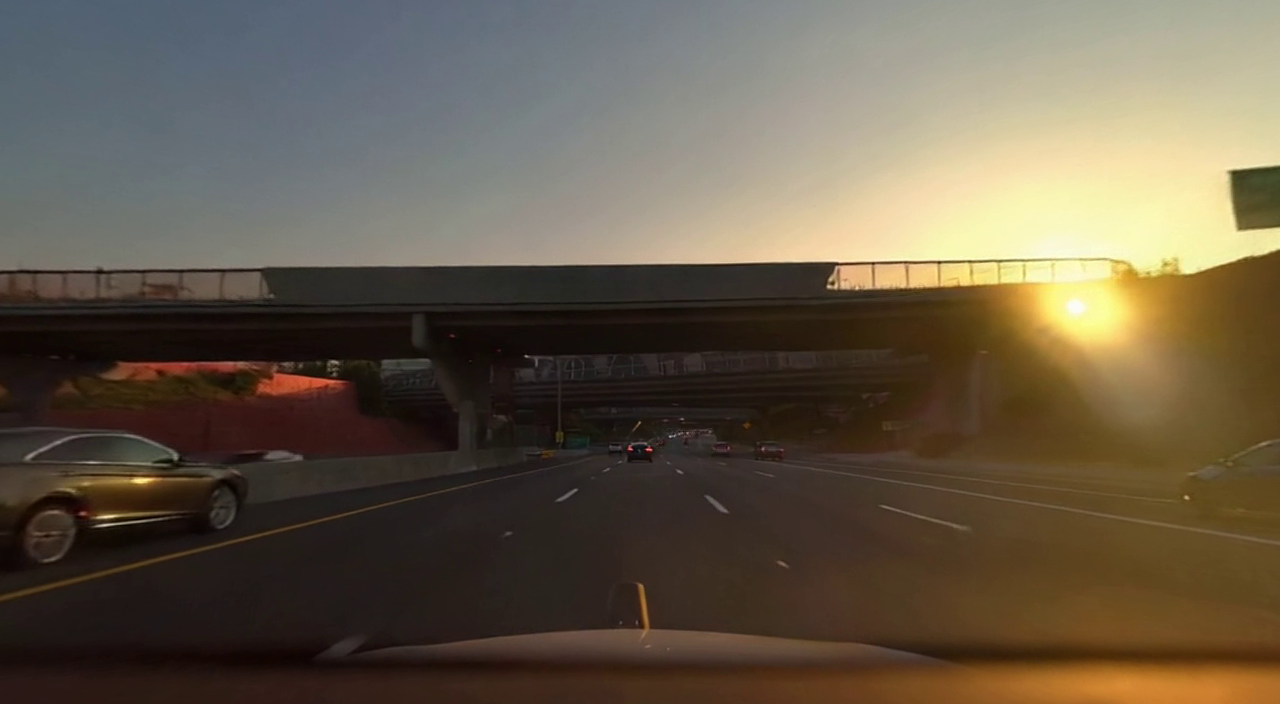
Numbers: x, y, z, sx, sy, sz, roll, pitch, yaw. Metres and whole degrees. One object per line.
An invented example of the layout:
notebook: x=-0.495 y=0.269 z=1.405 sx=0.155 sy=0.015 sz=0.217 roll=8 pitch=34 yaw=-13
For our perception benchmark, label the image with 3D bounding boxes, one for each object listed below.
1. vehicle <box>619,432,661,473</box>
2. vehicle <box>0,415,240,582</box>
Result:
vehicle: x=0.038 y=4.921 z=31.016 sx=1.893 sy=1.827 sz=4.513 roll=0 pitch=-8 yaw=1
vehicle: x=-6.928 y=1.548 z=7.128 sx=1.967 sy=1.538 sz=4.295 roll=0 pitch=-8 yaw=0
